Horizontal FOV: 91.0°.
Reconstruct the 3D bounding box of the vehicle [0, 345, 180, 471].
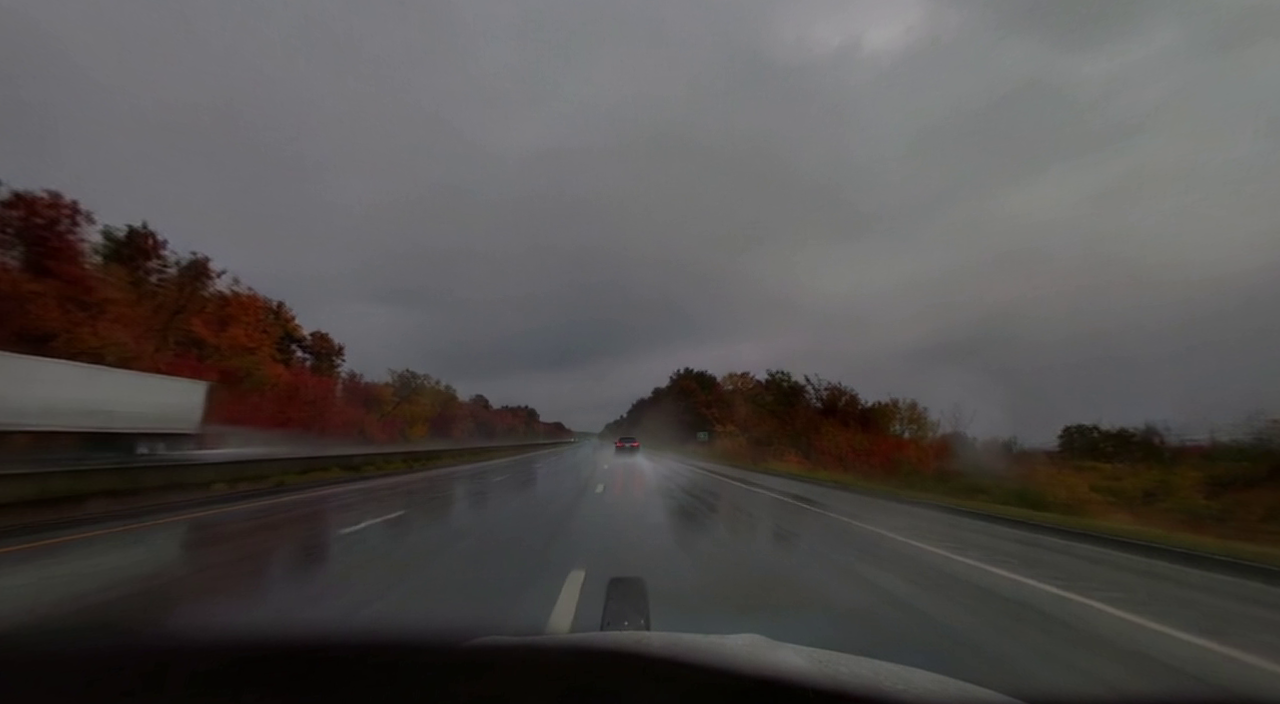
[{"bbox_3d":[-22.332,1.952,21.353,3.012,4.071,14.519,0,-8,-3],"label":"vehicle"}]
